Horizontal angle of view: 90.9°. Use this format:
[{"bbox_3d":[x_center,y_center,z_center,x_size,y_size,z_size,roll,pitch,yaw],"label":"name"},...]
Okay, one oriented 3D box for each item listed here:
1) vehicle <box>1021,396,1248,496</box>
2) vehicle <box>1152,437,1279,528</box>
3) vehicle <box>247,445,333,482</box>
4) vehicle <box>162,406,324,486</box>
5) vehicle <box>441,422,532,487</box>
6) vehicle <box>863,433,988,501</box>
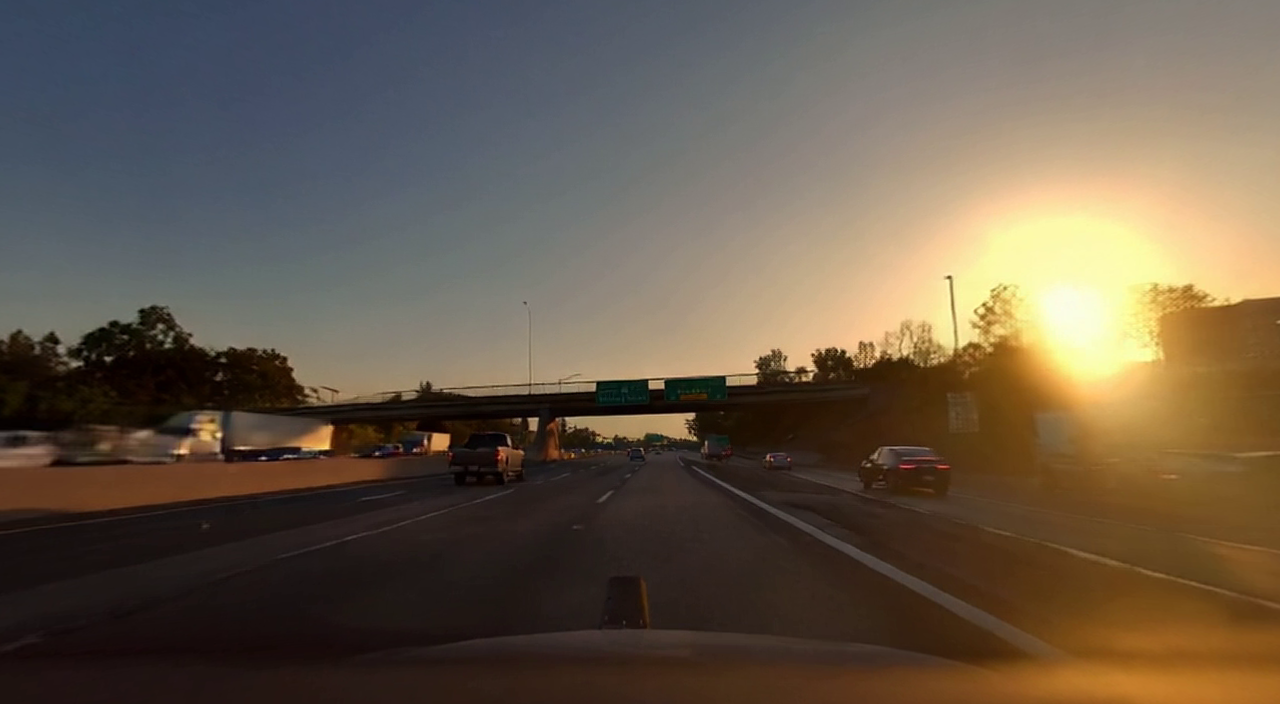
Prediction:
[{"bbox_3d":[20.391,4.009,27.050,3.022,3.547,8.645,-1,-8,3],"label":"vehicle"},{"bbox_3d":[19.253,3.899,19.342,2.426,2.235,5.980,-4,-6,6],"label":"vehicle"},{"bbox_3d":[-19.264,6.118,34.979,1.914,1.897,4.674,0,-8,2],"label":"vehicle"},{"bbox_3d":[-23.130,5.615,37.732,2.945,4.107,9.775,0,-8,2],"label":"vehicle"},{"bbox_3d":[-6.149,4.206,26.074,2.264,2.379,5.248,0,-8,2],"label":"vehicle"},{"bbox_3d":[9.051,3.656,20.495,2.146,1.929,4.388,-1,-8,3],"label":"vehicle"}]
